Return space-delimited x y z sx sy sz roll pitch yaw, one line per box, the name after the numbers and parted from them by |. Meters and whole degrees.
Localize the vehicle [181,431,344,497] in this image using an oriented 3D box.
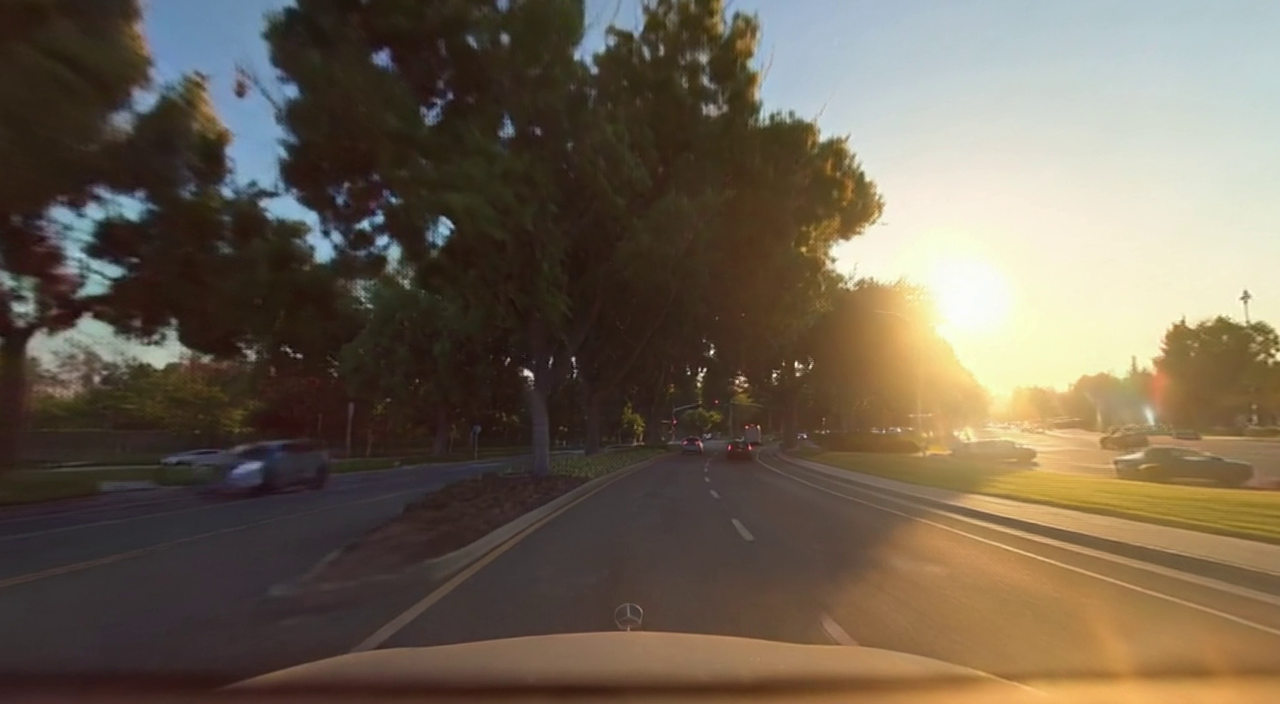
-11.177 3.324 19.150 1.969 1.755 4.518 0 -8 2 | vehicle

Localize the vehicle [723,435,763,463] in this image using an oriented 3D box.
5.857 5.595 36.426 1.989 1.497 4.436 -1 -8 6 | vehicle

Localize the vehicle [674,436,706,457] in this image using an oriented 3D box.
3.877 7.213 48.294 2.066 1.482 4.273 -1 -8 9 | vehicle

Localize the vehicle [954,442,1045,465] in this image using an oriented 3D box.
22.947 6.472 40.433 4.627 1.418 1.800 -1 -8 9 | vehicle

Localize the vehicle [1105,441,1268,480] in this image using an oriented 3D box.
21.737 4.323 25.242 4.322 1.467 2.457 1 -8 -3 | vehicle
